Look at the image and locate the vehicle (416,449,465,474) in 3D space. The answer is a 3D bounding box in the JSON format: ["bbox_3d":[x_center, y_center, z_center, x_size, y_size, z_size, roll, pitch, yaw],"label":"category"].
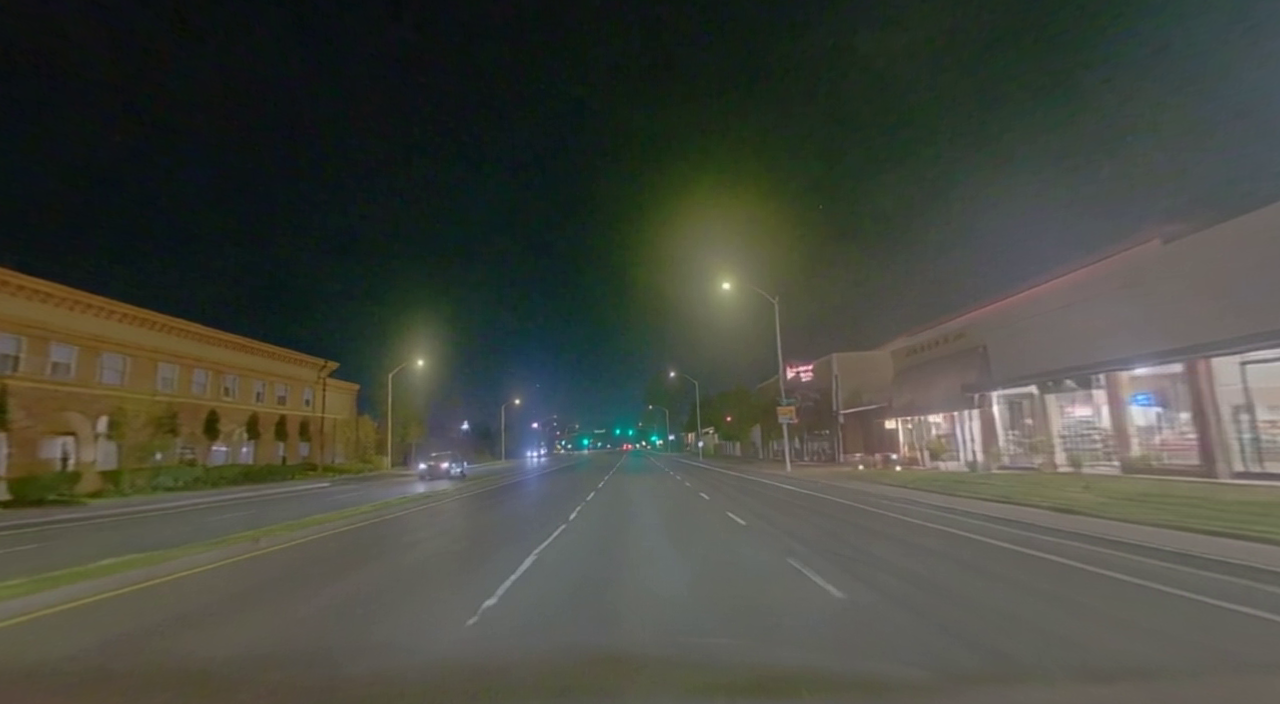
[{"bbox_3d":[-15.027,8.240,47.790,2.043,1.797,4.919,-1,-9,1],"label":"vehicle"}]
